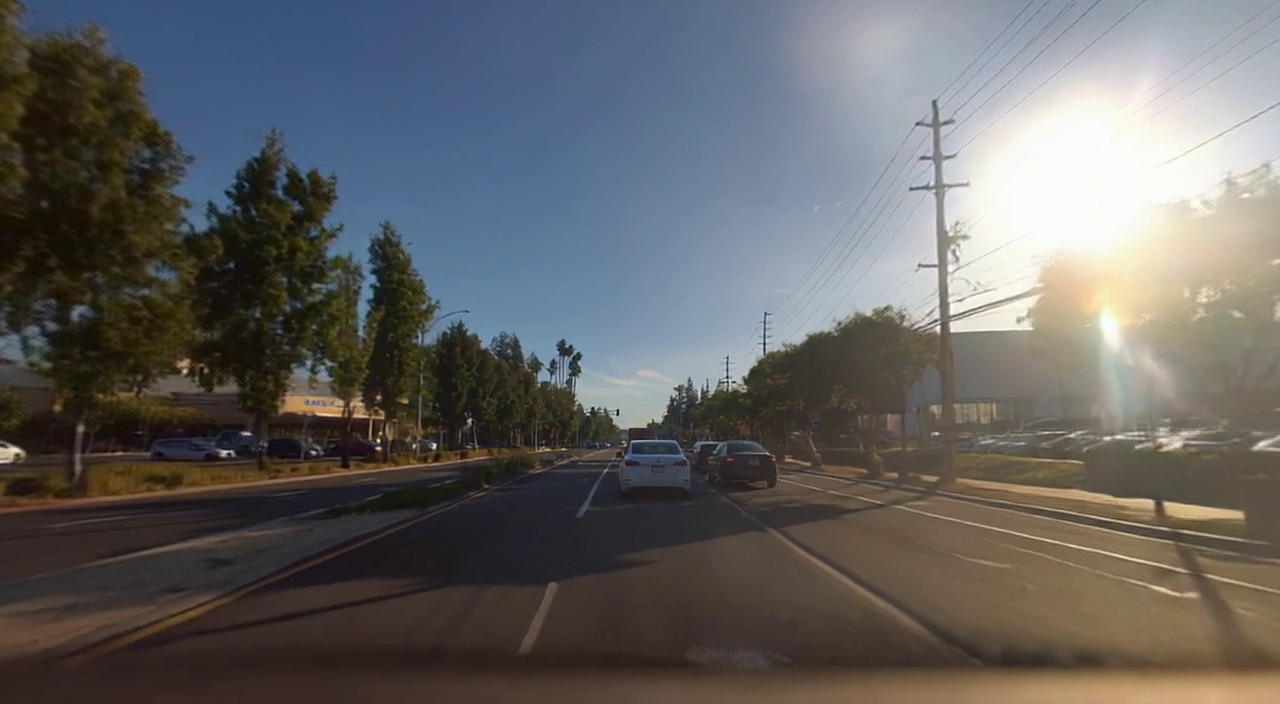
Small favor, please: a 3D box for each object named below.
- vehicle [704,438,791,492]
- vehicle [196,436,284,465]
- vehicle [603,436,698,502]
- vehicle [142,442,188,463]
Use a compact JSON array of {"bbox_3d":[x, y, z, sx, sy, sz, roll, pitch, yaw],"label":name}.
[{"bbox_3d":[3.235,3.495,19.846,1.985,1.489,4.036,0,-8,-1],"label":"vehicle"},{"bbox_3d":[-27.225,6.715,43.035,4.687,1.894,2.149,4,-9,-23],"label":"vehicle"},{"bbox_3d":[0.178,2.966,16.347,2.144,1.473,4.028,0,-8,-2],"label":"vehicle"},{"bbox_3d":[-36.284,7.648,48.181,1.849,1.533,4.091,4,-9,-24],"label":"vehicle"}]
